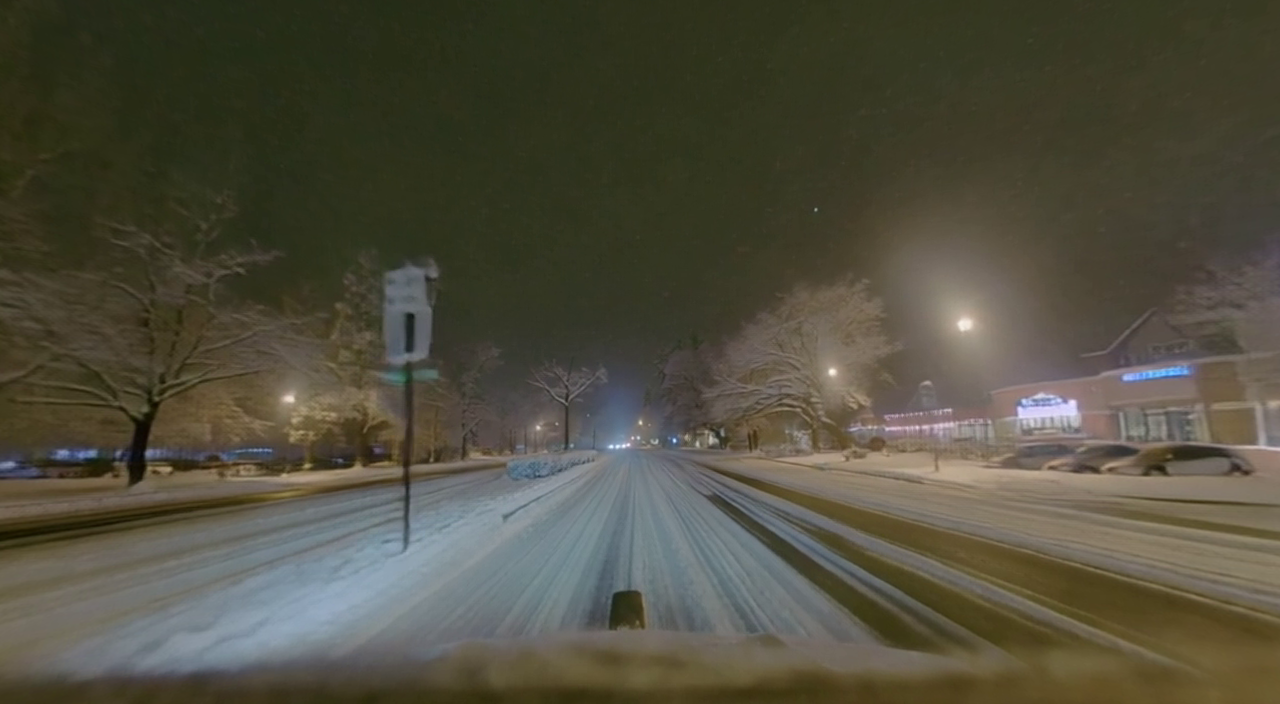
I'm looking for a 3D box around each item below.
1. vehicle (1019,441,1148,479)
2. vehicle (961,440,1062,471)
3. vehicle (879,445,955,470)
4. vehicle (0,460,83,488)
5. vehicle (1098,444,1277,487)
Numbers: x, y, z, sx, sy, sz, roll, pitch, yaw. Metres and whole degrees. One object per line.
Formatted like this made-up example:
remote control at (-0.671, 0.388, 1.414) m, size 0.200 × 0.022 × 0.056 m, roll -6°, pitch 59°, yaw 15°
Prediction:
vehicle at (20.268, 4.945, 29.046) m, size 4.407 × 1.616 × 1.929 m, roll 0°, pitch -9°, yaw 1°
vehicle at (20.053, 5.599, 34.243) m, size 4.222 × 1.610 × 1.948 m, roll 0°, pitch -9°, yaw -1°
vehicle at (19.658, 7.534, 45.015) m, size 4.403 × 1.436 × 1.918 m, roll -2°, pitch -13°, yaw 1°
vehicle at (-41.179, 8.264, 42.879) m, size 4.564 × 1.780 × 2.039 m, roll 0°, pitch -9°, yaw -3°
vehicle at (20.248, 4.190, 23.519) m, size 4.805 × 1.473 × 2.046 m, roll 0°, pitch -9°, yaw -3°
